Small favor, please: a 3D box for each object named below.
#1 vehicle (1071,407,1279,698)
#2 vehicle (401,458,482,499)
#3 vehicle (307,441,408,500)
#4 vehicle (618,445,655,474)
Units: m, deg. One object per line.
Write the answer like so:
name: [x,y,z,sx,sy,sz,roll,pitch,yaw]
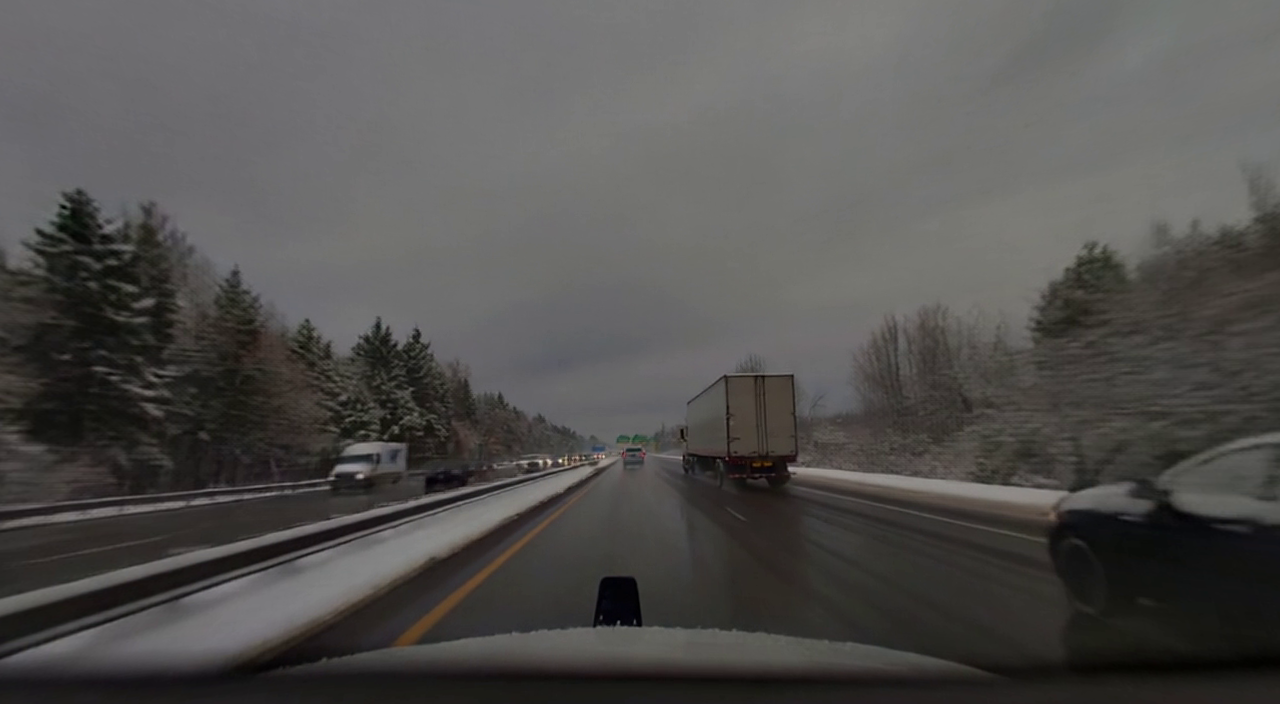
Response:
vehicle: [4.352,0.942,2.647,1.997,1.504,4.236,0,-9,0]
vehicle: [-8.413,5.387,27.074,1.990,1.528,4.661,-1,-9,0]
vehicle: [-14.243,5.974,32.112,2.353,2.651,5.953,-1,-9,0]
vehicle: [-0.250,6.702,39.207,2.168,1.705,4.272,0,-9,-1]
